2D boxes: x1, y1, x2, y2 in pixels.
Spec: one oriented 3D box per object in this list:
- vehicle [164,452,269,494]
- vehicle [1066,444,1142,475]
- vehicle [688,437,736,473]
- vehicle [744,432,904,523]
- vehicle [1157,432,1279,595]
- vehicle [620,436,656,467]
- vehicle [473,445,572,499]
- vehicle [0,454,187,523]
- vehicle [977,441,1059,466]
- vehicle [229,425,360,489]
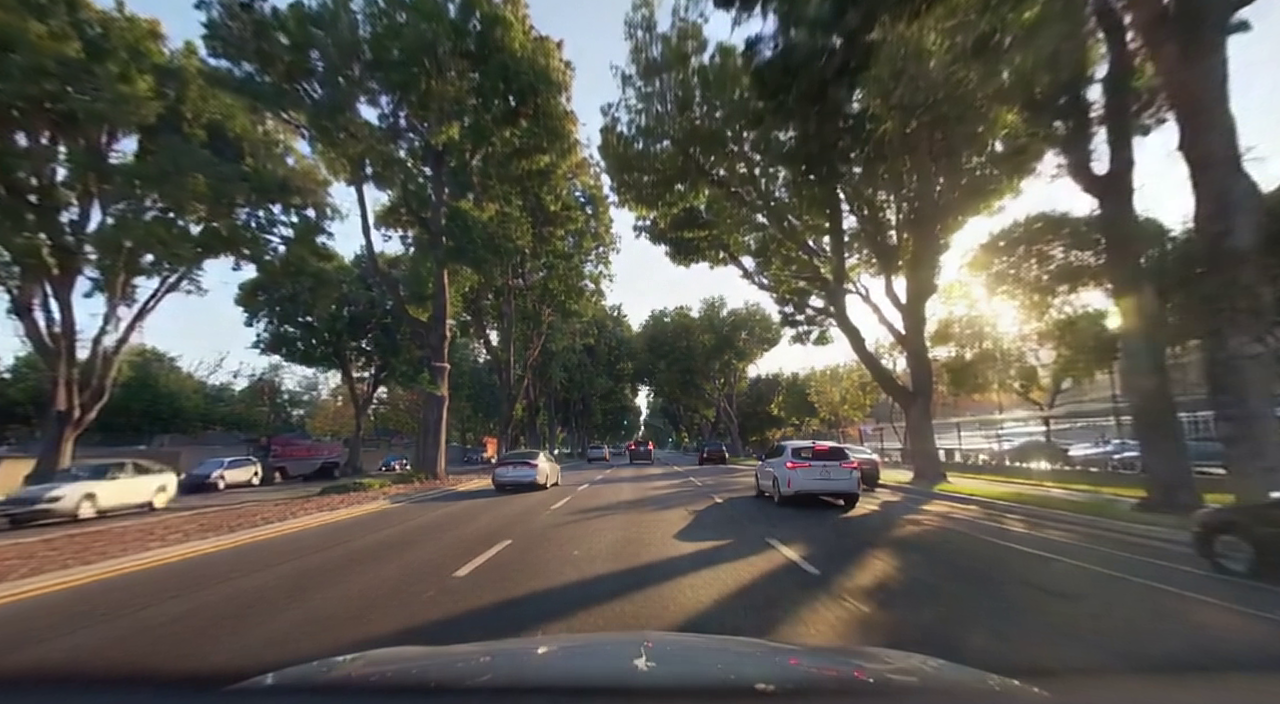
[{"bbox_3d":[-22.507,6.426,33.845,2.257,1.909,5.115,-1,-8,-3],"label":"vehicle"},{"bbox_3d":[23.477,5.410,31.842,3.658,1.443,1.869,6,-10,-34],"label":"vehicle"},{"bbox_3d":[3.744,5.415,33.349,1.980,1.709,4.367,0,-8,0],"label":"vehicle"},{"bbox_3d":[3.448,2.426,12.749,1.919,1.502,4.232,0,-8,0],"label":"vehicle"},{"bbox_3d":[6.766,1.315,4.722,2.035,1.449,4.427,0,-8,0],"label":"vehicle"},{"bbox_3d":[-0.127,6.531,41.365,2.247,1.882,4.603,0,-8,0],"label":"vehicle"},{"bbox_3d":[-3.187,3.330,17.914,2.013,1.354,3.908,0,-8,1],"label":"vehicle"},{"bbox_3d":[-15.985,3.918,18.610,1.918,1.692,4.338,0,-8,0],"label":"vehicle"},{"bbox_3d":[25.681,6.879,42.921,2.122,1.647,4.283,8,-11,-41],"label":"vehicle"},{"bbox_3d":[-22.846,6.946,42.726,2.833,3.735,11.042,0,-8,-1],"label":"vehicle"}]
